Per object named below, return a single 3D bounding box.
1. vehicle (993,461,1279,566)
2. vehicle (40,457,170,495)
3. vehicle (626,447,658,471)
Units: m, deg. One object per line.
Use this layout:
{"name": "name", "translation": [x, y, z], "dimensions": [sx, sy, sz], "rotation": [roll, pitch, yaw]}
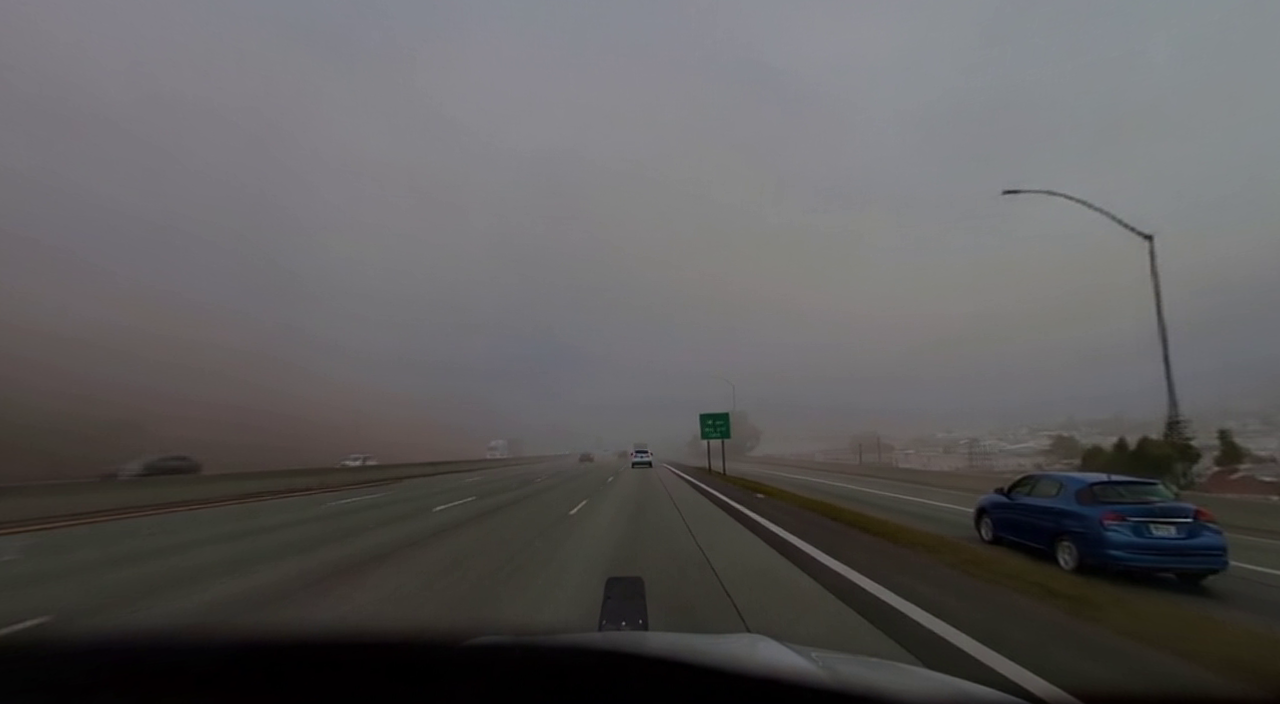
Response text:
{"name": "vehicle", "translation": [12.182, 3.837, 15.984], "dimensions": [2.599, 1.962, 5.759], "rotation": [1, -8, -7]}
{"name": "vehicle", "translation": [-23.572, 5.446, 28.043], "dimensions": [2.029, 1.448, 4.262], "rotation": [0, -8, 1]}
{"name": "vehicle", "translation": [0.155, 7.153, 42.324], "dimensions": [2.051, 1.443, 3.770], "rotation": [0, -8, 0]}
